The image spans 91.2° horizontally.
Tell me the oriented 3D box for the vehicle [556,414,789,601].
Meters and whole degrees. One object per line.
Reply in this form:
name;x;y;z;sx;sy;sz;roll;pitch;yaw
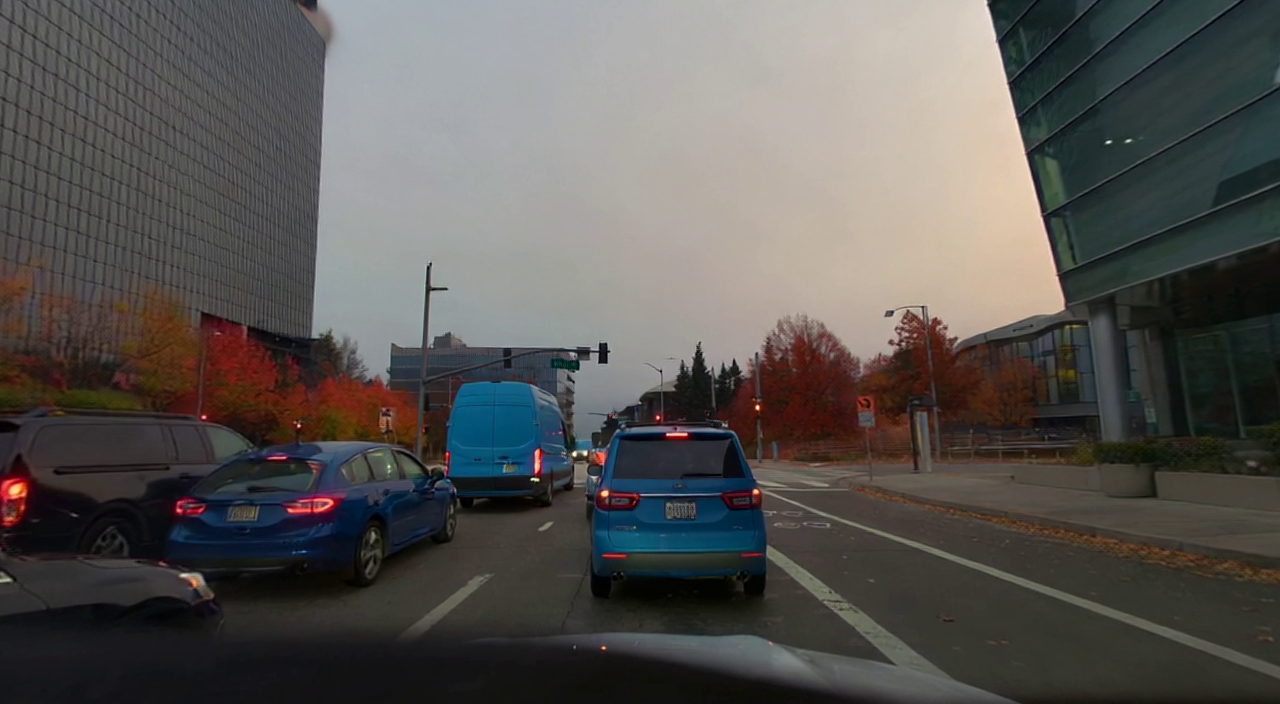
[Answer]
vehicle;0.193;1.604;7.214;1.979;1.562;3.630;0;-9;-3

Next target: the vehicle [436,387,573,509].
vehicle;-3.263;2.538;16.600;2.343;2.635;5.684;0;-9;0

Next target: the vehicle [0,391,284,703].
vehicle;-2.910;0.819;1.522;1.893;1.491;3.798;0;-9;-1

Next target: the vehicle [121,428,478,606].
vehicle;-3.485;1.758;7.570;1.955;1.499;4.223;0;-9;0
